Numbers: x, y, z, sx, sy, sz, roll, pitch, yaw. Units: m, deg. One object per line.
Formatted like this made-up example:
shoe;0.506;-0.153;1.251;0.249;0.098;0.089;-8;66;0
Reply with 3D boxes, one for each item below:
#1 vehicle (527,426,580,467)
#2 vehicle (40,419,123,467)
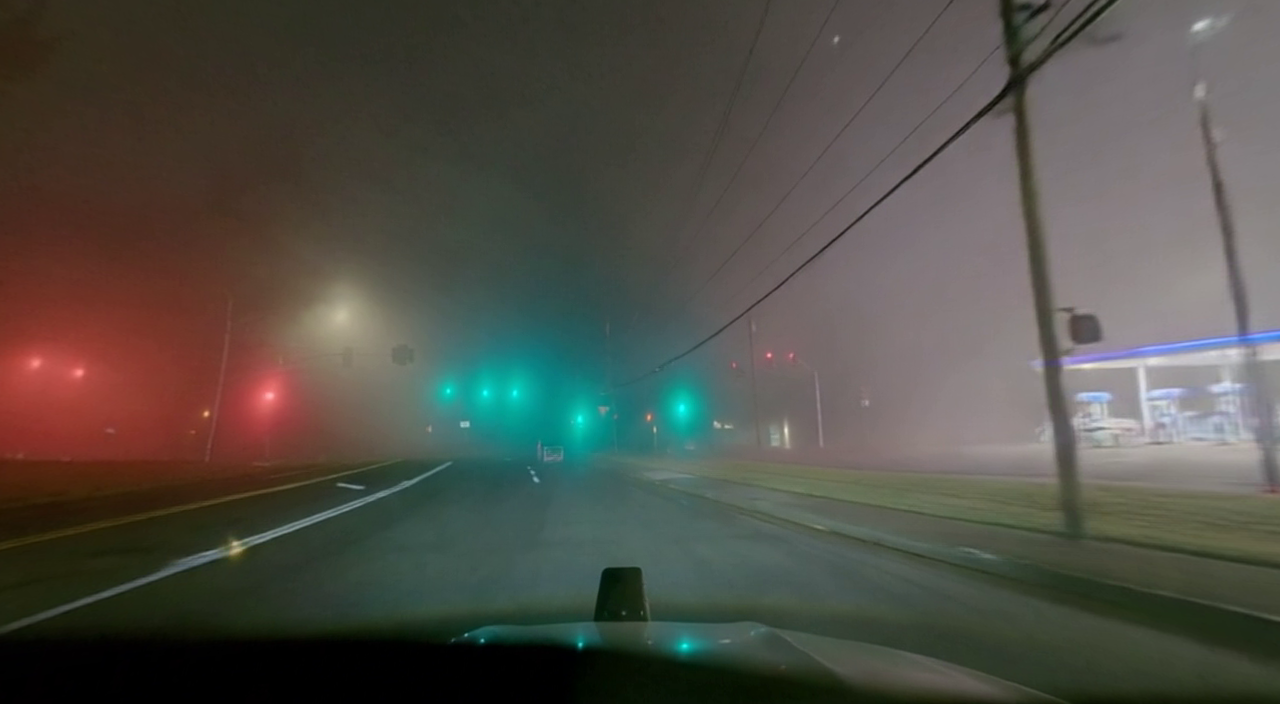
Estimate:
vehicle;-4.408;4.680;31.355;2.300;1.868;4.690;1;-8;-12
vehicle;-31.668;5.162;35.654;2.427;2.514;2.560;-5;-9;22
